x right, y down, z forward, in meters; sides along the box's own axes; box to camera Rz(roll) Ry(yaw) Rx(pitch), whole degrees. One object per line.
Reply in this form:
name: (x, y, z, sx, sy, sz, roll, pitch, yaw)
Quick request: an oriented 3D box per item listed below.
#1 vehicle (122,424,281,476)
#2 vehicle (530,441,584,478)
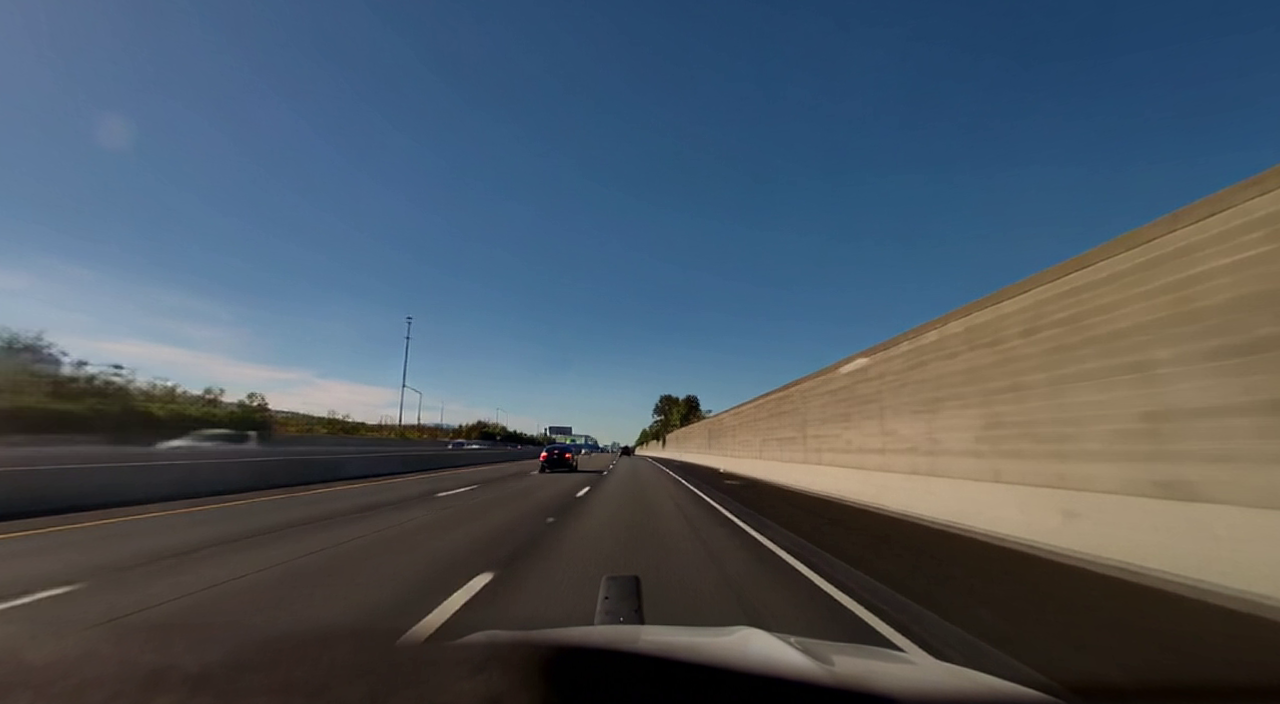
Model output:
vehicle: (-17.320, 3.951, 25.404, 2.247, 1.825, 5.721, 1, -9, 0)
vehicle: (-4.098, 5.348, 31.644, 2.133, 1.683, 4.340, 1, -9, 0)
